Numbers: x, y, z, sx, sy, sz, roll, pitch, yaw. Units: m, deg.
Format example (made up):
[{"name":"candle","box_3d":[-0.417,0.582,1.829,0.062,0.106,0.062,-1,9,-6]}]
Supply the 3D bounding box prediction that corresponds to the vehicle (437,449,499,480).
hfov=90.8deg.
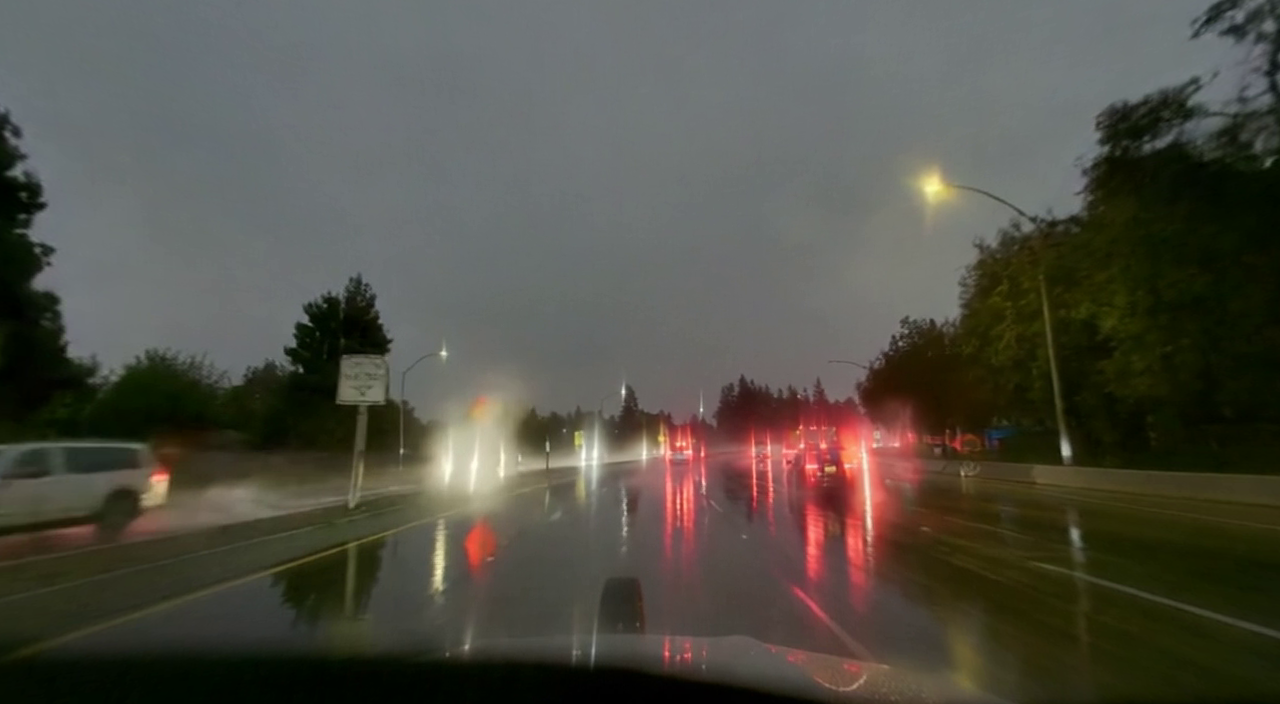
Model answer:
[{"name":"vehicle","box_3d":[-10.126,6.636,37.491,2.032,1.657,4.271,-1,-9,7]}]

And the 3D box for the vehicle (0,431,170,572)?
[{"name":"vehicle","box_3d":[-9.186,1.977,8.507,2.151,1.770,4.512,0,-9,1]}]

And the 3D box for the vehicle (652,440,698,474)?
[{"name":"vehicle","box_3d":[1.960,5.611,33.837,2.201,1.676,4.541,-1,-9,6]}]

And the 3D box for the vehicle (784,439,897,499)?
[{"name":"vehicle","box_3d":[5.511,3.262,17.999,2.044,1.474,4.083,-1,-9,3]}]
